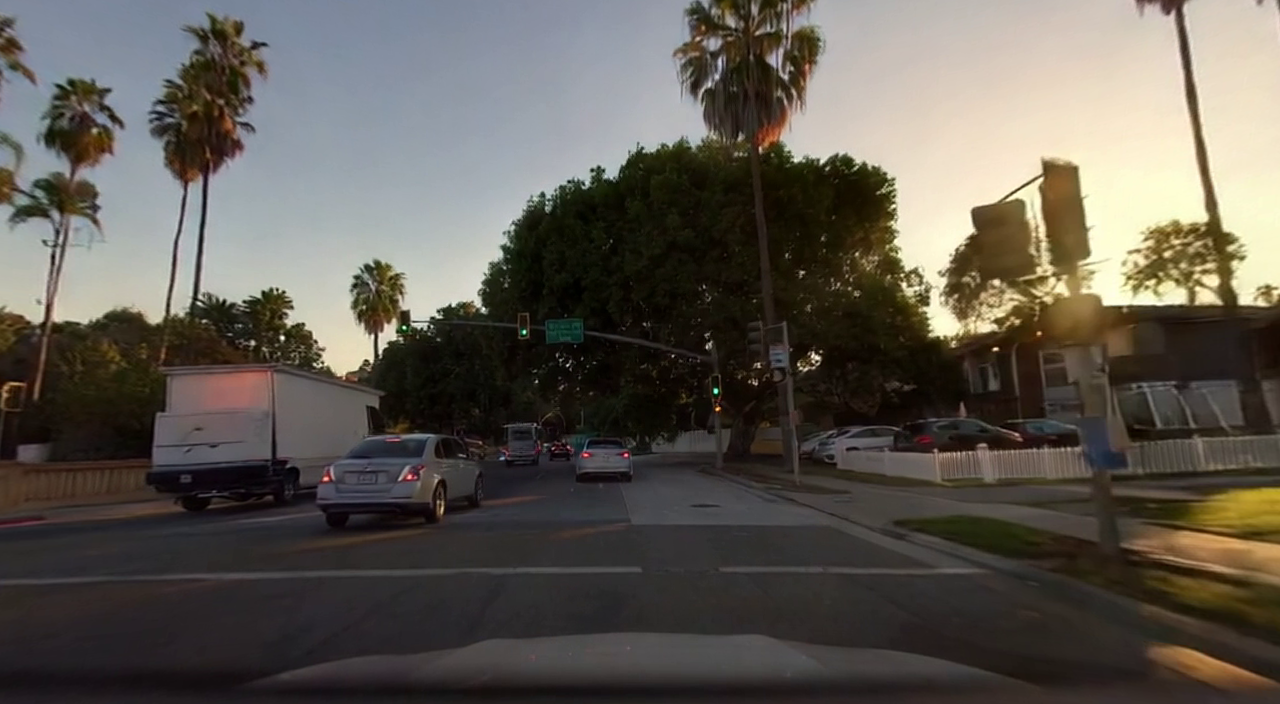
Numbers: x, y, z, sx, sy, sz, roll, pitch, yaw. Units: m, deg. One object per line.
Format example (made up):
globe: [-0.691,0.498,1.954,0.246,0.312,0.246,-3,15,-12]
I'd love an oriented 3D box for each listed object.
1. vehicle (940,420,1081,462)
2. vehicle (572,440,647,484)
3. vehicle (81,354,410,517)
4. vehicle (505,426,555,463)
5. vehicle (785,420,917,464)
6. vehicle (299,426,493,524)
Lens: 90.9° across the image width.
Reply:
vehicle: [14.683,3.538,25.058,4.615,1.555,2.021,2,-8,-15]
vehicle: [-0.956,3.412,19.893,2.131,1.222,3.868,0,-8,-2]
vehicle: [-7.816,1.847,13.927,2.821,2.701,6.721,0,-8,1]
vehicle: [-5.981,5.112,34.836,2.032,1.852,4.571,-1,-8,-1]
vehicle: [8.770,3.736,26.285,4.742,1.690,2.218,2,-9,-18]
vehicle: [-4.128,2.129,11.537,1.709,1.425,4.337,-1,-8,2]
